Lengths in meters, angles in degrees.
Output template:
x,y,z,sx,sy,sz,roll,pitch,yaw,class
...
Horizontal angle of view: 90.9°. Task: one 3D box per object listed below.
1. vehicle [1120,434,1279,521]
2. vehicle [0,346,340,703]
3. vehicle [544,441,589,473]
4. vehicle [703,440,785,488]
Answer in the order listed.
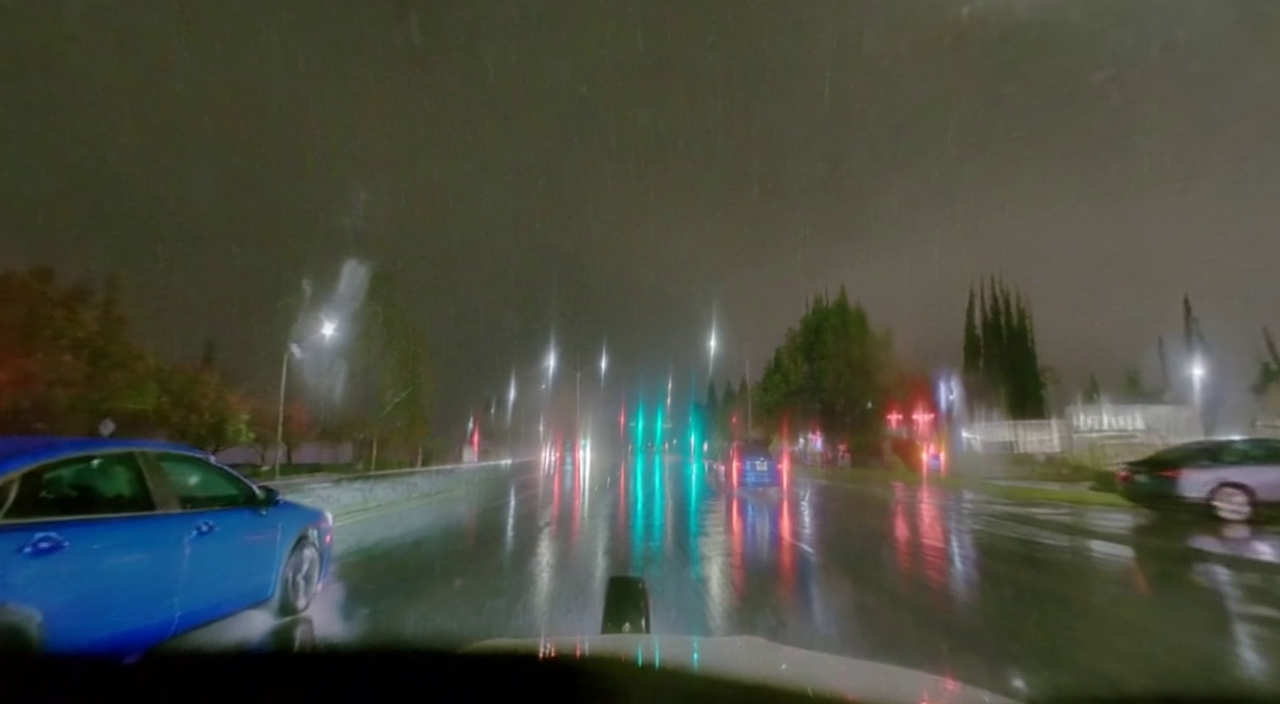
x,y,z,sx,sy,sz,roll,pitch,yaw,class
12.608,2.523,13.015,3.802,1.613,2.025,1,-9,-6,vehicle
-3.566,0.904,2.889,2.023,1.720,4.741,0,-9,0,vehicle
-3.922,5.684,34.301,2.113,1.626,4.129,0,-9,-3,vehicle
3.492,3.863,22.064,2.083,1.474,4.360,0,-9,0,vehicle
